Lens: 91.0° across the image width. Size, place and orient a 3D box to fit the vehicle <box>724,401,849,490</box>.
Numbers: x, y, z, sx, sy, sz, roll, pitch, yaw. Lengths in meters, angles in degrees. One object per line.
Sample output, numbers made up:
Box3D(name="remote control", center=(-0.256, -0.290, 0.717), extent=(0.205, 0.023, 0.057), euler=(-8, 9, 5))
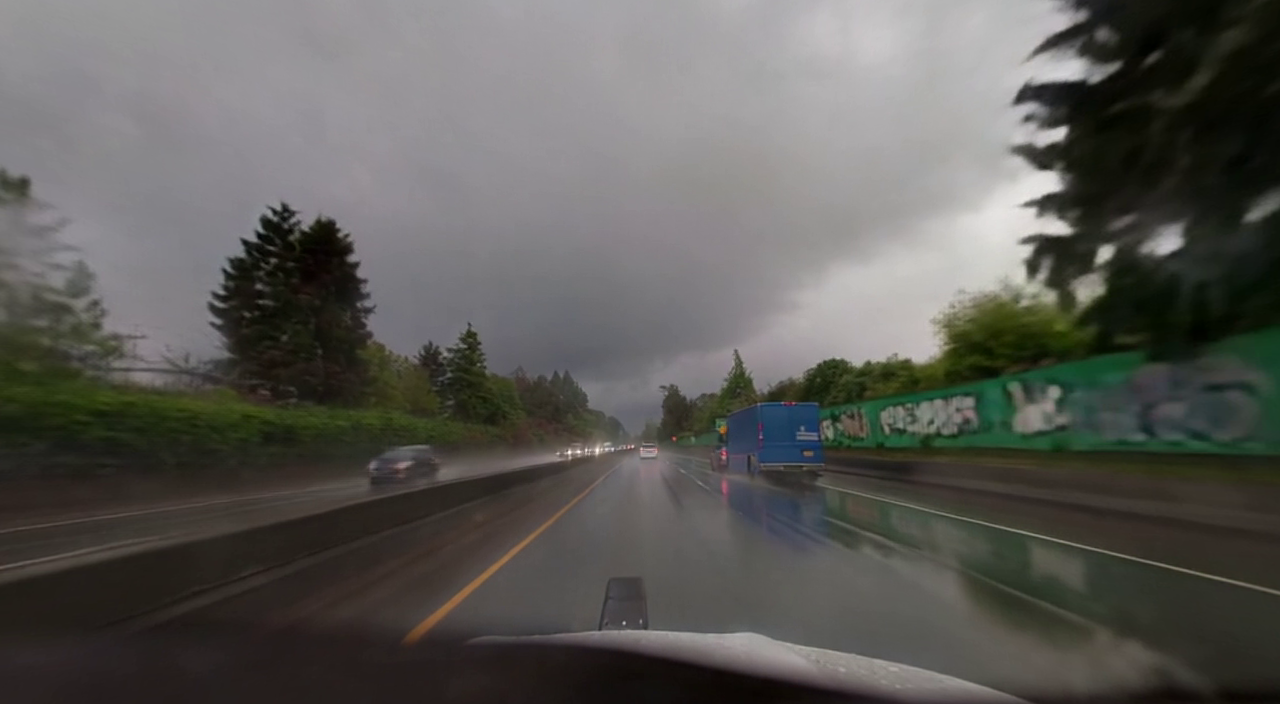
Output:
Box3D(name="vehicle", center=(4.873, 3.336, 22.540), extent=(2.712, 2.659, 6.992), euler=(0, -8, -1))

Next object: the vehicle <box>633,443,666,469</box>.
Box3D(name="vehicle", center=(0.590, 6.752, 41.123), extent=(2.030, 1.572, 4.067), euler=(0, -8, 0))

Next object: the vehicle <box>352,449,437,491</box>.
Box3D(name="vehicle", center=(-10.307, 4.956, 26.820), extent=(1.953, 1.629, 3.984), euler=(0, -8, 1))
